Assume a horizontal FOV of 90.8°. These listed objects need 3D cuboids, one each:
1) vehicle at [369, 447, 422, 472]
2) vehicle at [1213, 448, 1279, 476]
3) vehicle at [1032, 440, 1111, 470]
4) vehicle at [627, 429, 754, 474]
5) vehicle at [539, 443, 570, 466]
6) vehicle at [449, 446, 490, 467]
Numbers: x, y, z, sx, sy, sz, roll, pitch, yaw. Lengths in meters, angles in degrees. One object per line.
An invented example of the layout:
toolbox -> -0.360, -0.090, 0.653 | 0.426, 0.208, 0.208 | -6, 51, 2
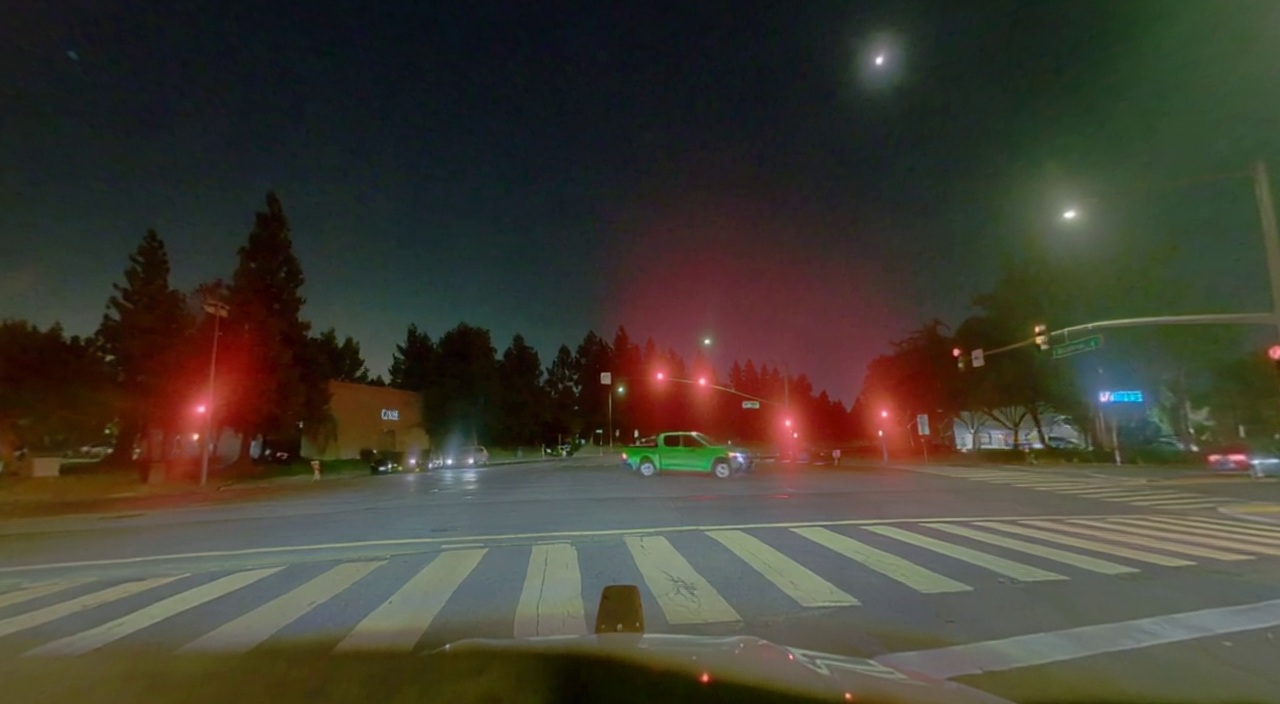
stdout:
vehicle -> -16.249, 7.137, 42.228 | 1.883, 1.586, 4.297 | 0, -9, 0
vehicle -> 34.787, 6.164, 35.695 | 4.658, 1.478, 1.946 | 4, -10, -27
vehicle -> 26.349, 6.271, 38.554 | 4.541, 1.731, 2.007 | 5, -10, -28
vehicle -> 2.335, 4.758, 30.263 | 5.667, 1.927, 2.289 | -6, -11, 36
vehicle -> -6.044, 7.125, 44.105 | 1.879, 1.464, 4.457 | 2, -9, -11
vehicle -> -12.620, 7.761, 47.096 | 1.946, 1.474, 4.008 | 0, -9, 0
